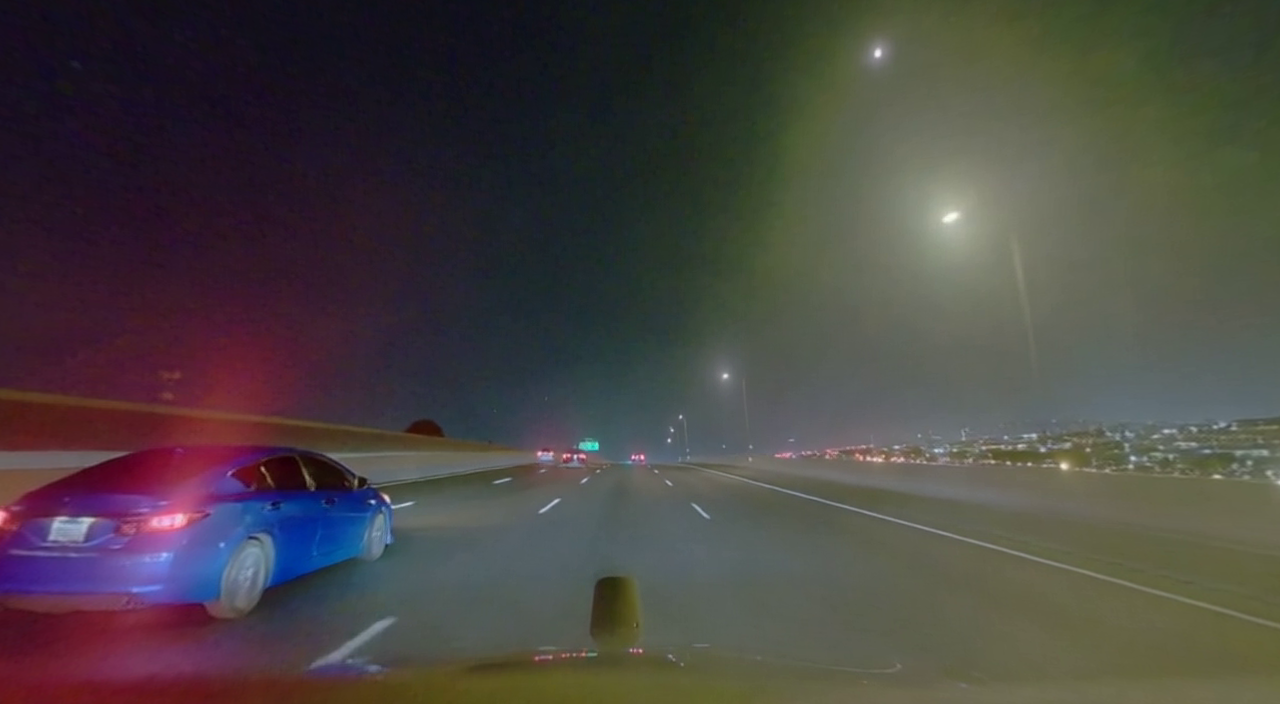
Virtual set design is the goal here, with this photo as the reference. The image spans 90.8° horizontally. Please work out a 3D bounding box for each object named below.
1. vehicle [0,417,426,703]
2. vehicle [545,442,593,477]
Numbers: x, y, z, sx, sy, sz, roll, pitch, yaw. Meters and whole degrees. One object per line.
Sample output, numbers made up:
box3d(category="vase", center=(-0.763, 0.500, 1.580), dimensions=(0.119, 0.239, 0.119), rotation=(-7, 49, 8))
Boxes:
box3d(category="vehicle", center=(-3.721, 1.421, 5.494), dimensions=(2.114, 1.480, 4.473), rotation=(0, -9, 0))
box3d(category="vehicle", center=(-3.678, 5.692, 33.586), dimensions=(2.075, 1.702, 4.257), rotation=(0, -9, 0))
